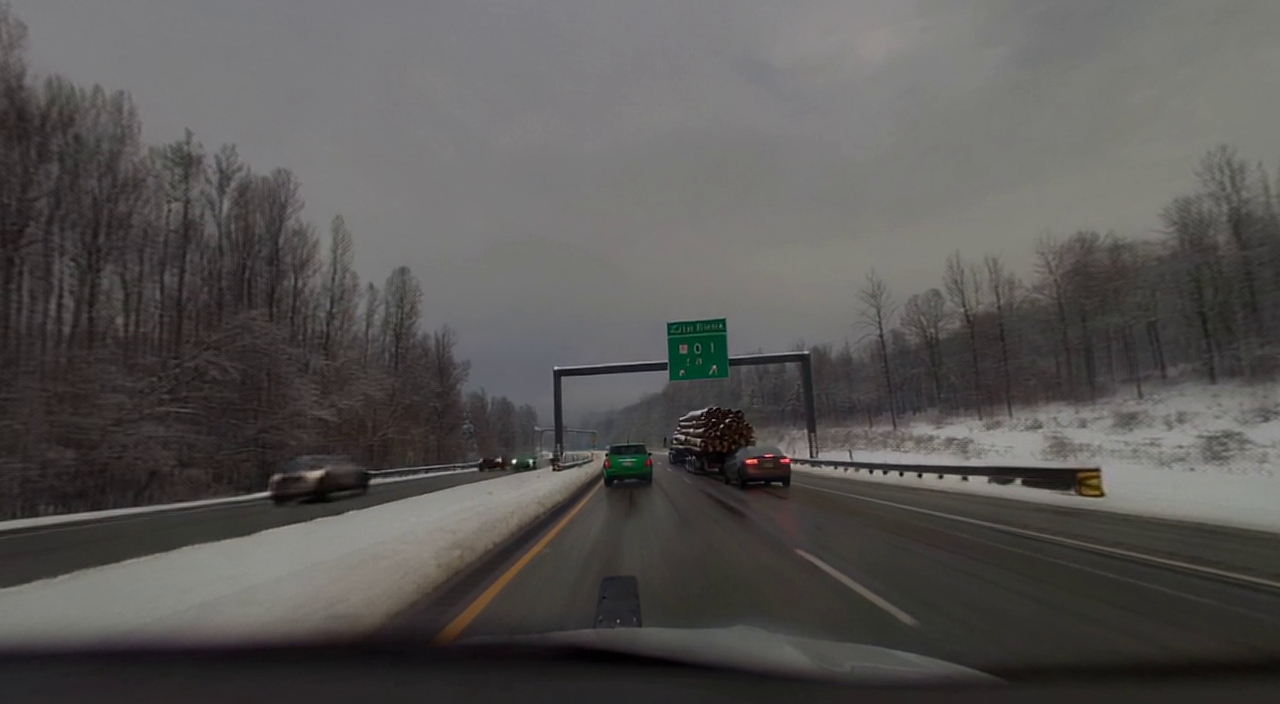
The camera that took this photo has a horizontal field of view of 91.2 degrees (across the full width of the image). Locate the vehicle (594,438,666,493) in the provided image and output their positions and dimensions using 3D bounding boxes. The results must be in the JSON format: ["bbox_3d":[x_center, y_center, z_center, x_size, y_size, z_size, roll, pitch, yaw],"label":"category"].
[{"bbox_3d":[-0.348,3.872,21.669,2.263,1.699,3.936,0,-9,-1],"label":"vehicle"}]

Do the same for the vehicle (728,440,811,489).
[{"bbox_3d":[4.780,4.231,23.912,2.057,1.660,4.525,0,-9,-2],"label":"vehicle"}]

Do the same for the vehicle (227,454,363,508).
[{"bbox_3d":[-12.456,4.646,23.111,2.191,1.683,4.795,-1,-9,1],"label":"vehicle"}]

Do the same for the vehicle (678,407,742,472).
[{"bbox_3d":[4.524,5.965,42.286,3.125,3.895,8.461,0,-9,-1],"label":"vehicle"}]
